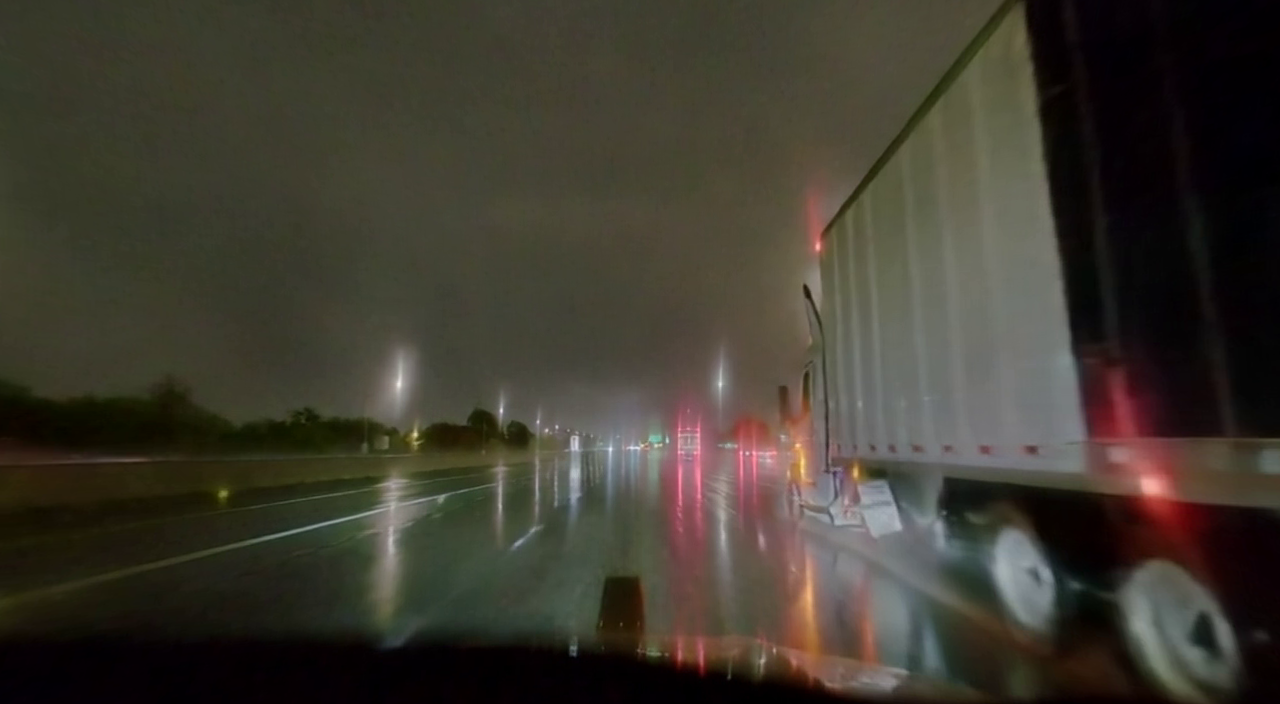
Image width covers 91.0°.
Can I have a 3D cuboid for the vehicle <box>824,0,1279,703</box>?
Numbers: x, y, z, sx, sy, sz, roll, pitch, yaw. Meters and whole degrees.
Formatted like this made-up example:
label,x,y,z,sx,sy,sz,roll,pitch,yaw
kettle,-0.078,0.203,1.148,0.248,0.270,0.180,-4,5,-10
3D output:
label,x,y,z,sx,sy,sz,roll,pitch,yaw
vehicle,3.511,-0.200,2.827,2.998,3.820,8.356,0,-9,1
